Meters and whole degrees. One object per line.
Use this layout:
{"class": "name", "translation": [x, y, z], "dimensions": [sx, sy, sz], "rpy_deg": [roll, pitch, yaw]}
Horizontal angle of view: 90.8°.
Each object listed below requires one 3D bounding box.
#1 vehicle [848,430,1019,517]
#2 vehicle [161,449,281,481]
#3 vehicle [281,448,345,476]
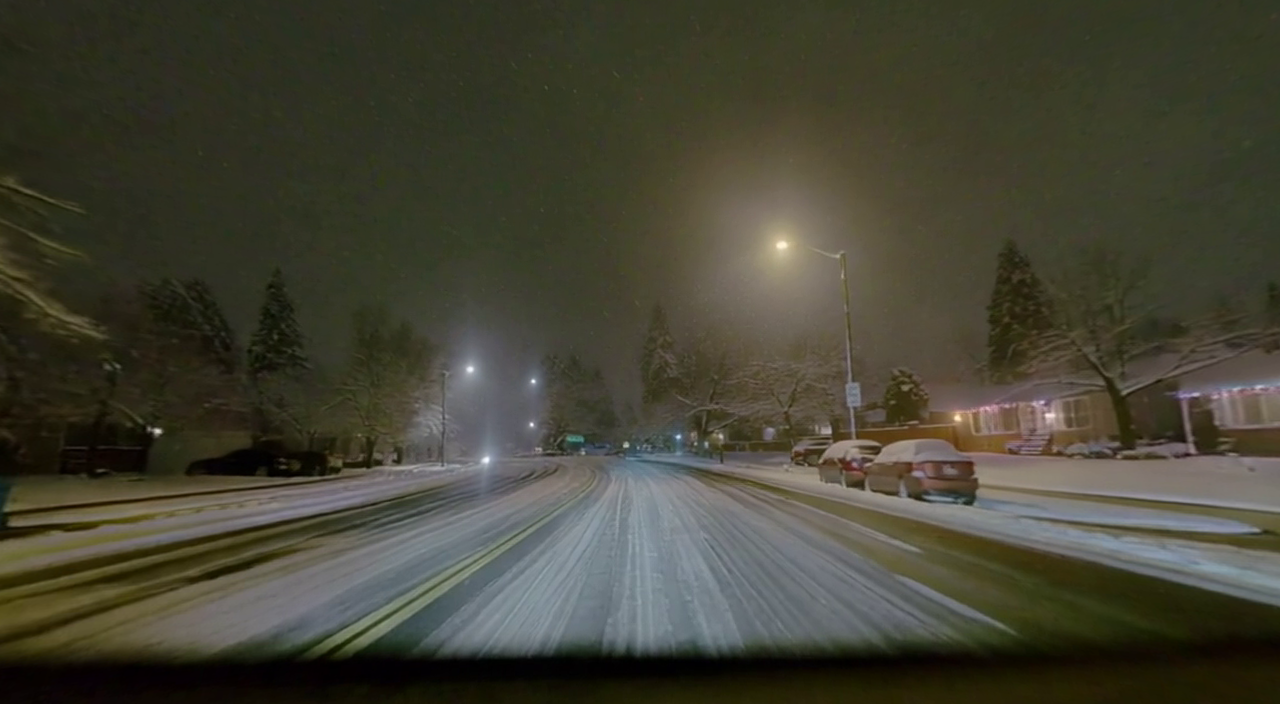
{"class": "vehicle", "translation": [6.763, 2.823, 15.255], "dimensions": [1.996, 1.745, 4.556], "rpy_deg": [0, -8, 1]}
{"class": "vehicle", "translation": [-20.159, 5.430, 30.540], "dimensions": [4.367, 1.466, 1.980], "rpy_deg": [0, -8, -2]}
{"class": "vehicle", "translation": [-18.810, 6.313, 36.598], "dimensions": [1.998, 1.492, 4.660], "rpy_deg": [1, -9, -11]}
